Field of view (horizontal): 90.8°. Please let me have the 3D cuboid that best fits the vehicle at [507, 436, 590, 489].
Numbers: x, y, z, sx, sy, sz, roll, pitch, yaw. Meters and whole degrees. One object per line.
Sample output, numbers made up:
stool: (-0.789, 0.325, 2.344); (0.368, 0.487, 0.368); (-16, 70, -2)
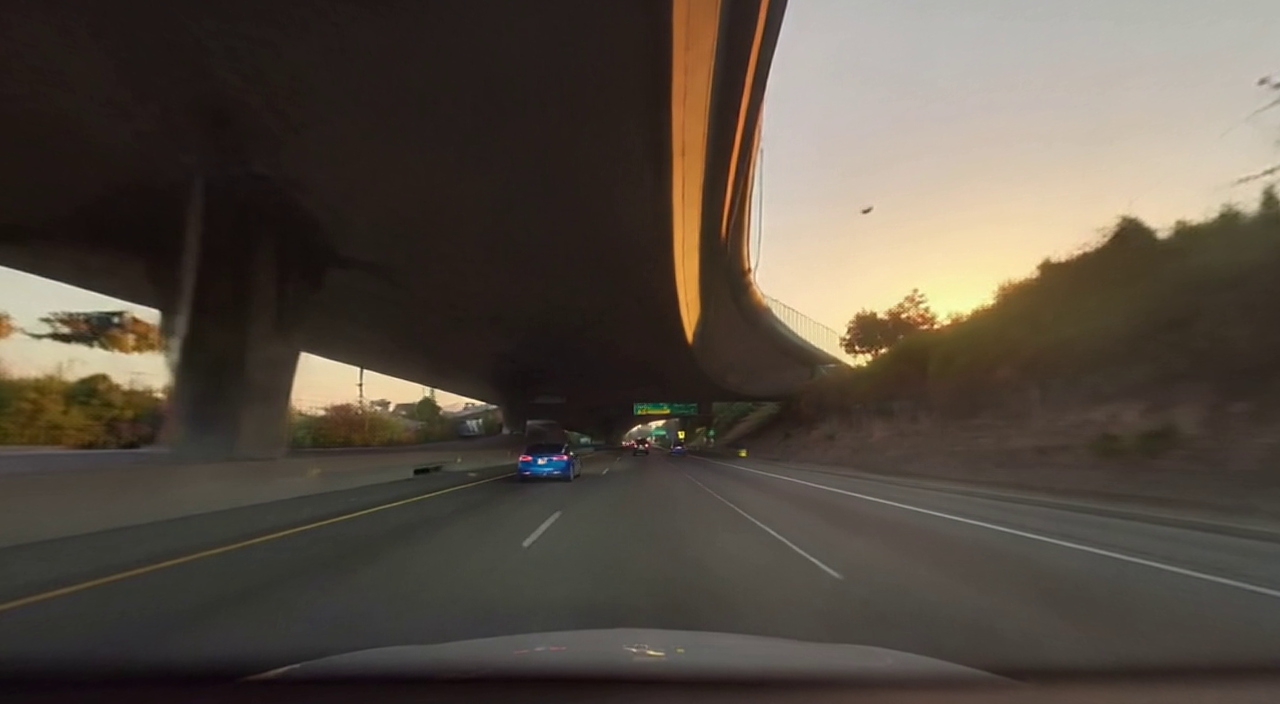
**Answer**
vehicle: (-2.951, 3.675, 21.370); (2.029, 1.557, 4.570); (0, -8, 1)
